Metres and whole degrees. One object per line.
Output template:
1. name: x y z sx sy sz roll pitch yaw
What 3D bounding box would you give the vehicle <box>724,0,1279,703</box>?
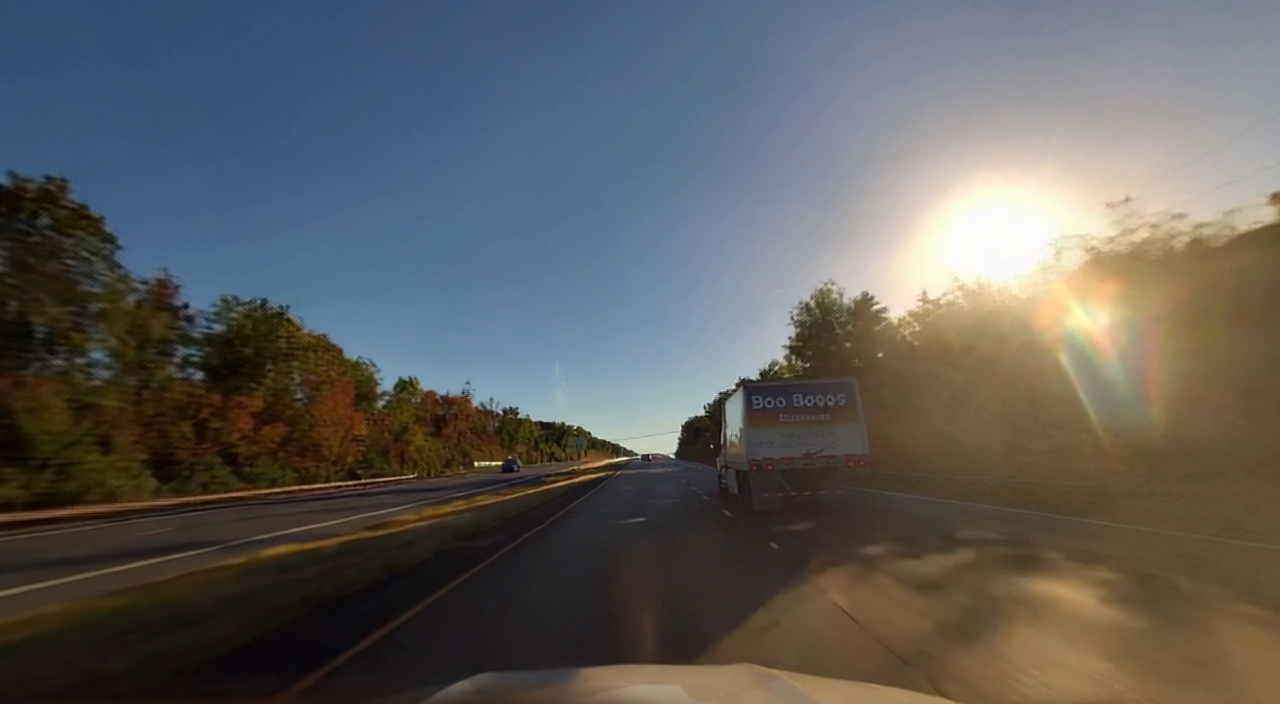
1. vehicle: 4.236 0.857 10.303 3.537 4.071 17.399 -1 -9 1
